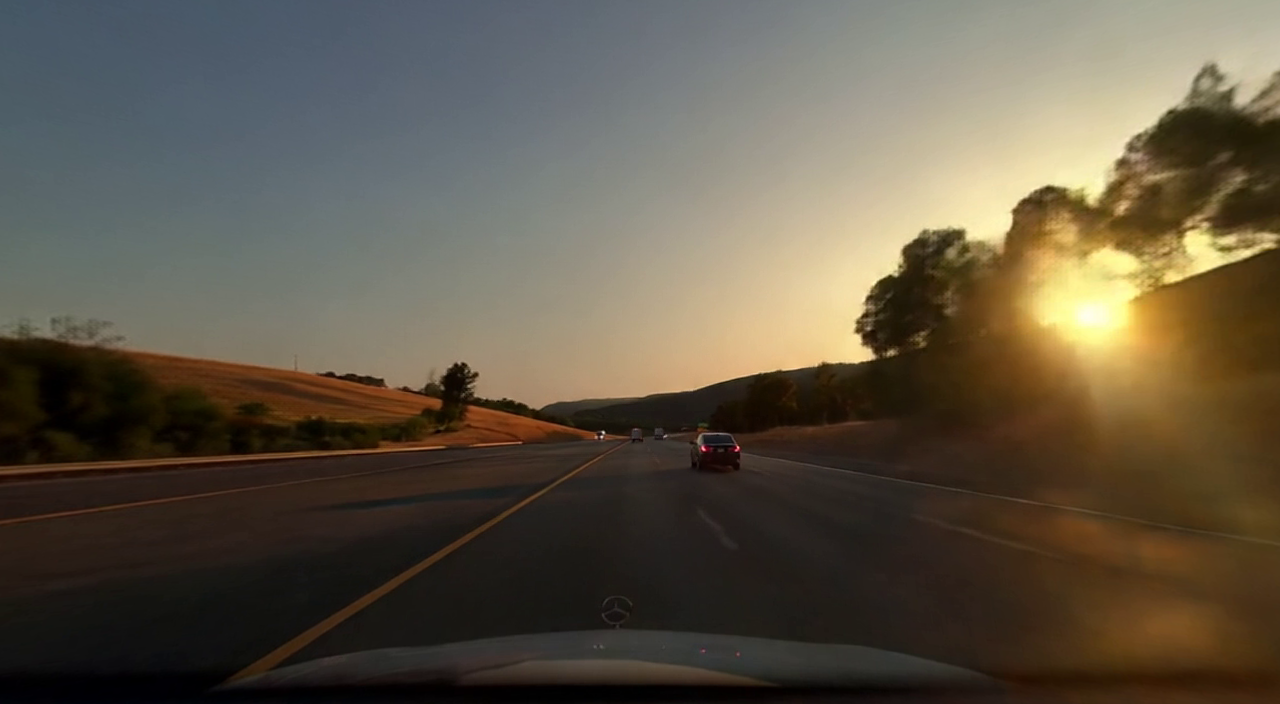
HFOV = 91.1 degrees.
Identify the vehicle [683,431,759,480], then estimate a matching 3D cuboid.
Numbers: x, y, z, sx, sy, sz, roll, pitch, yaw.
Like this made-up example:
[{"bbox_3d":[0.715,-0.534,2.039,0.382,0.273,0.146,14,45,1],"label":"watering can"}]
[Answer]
[{"bbox_3d":[2.803,3.684,22.804,2.084,1.583,4.420,0,-8,-1],"label":"vehicle"}]
